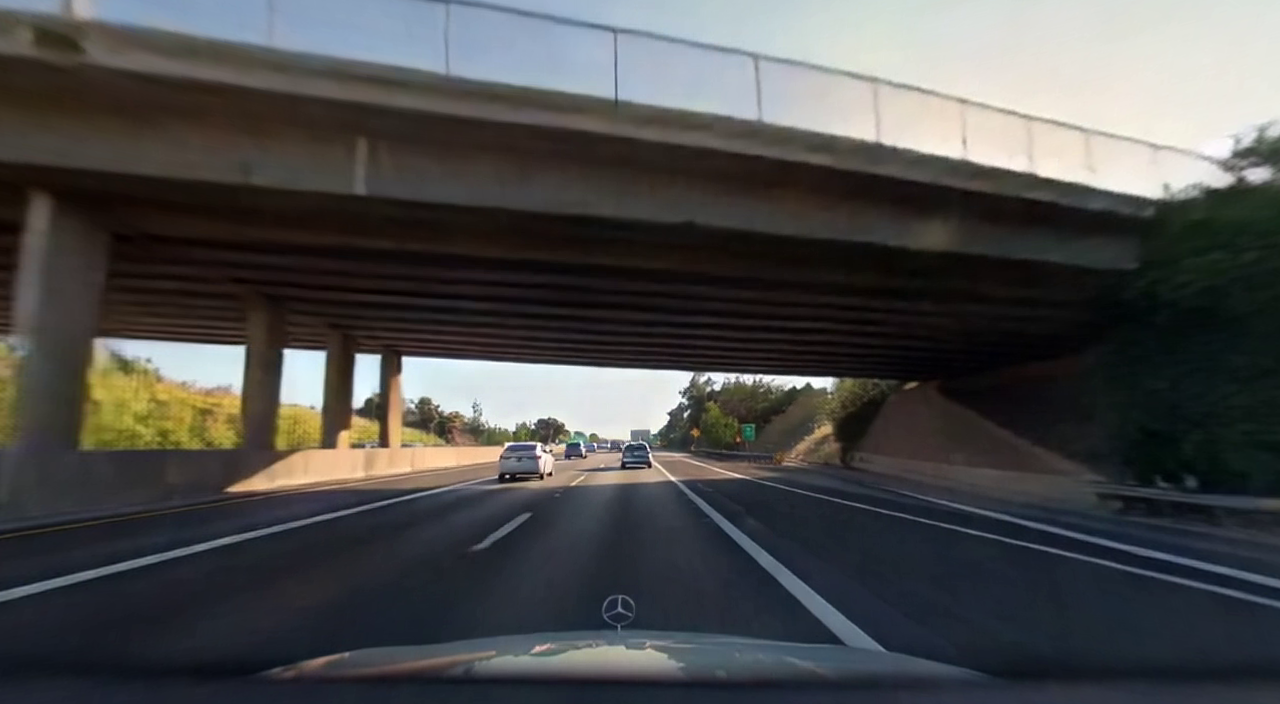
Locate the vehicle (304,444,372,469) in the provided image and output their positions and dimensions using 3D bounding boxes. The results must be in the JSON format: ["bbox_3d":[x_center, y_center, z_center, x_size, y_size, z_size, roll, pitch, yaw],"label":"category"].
[{"bbox_3d":[-21.779,7.565,45.898,2.141,1.690,5.651,0,-8,0],"label":"vehicle"}]

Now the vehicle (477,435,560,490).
[{"bbox_3d":[-4.165,3.862,22.469,2.044,1.717,4.421,0,-8,0],"label":"vehicle"}]

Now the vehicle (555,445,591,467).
[{"bbox_3d":[-4.779,7.476,45.638,2.084,1.528,4.094,0,-8,0],"label":"vehicle"}]

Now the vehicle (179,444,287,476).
[{"bbox_3d":[-25.505,6.771,40.035,2.566,1.804,6.487,0,-8,-1],"label":"vehicle"}]

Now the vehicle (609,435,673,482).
[{"bbox_3d":[-0.002,4.316,25.960,2.378,1.750,4.355,0,-8,-1],"label":"vehicle"}]

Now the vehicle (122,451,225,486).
[{"bbox_3d":[-21.246,5.296,28.984,1.776,1.421,3.933,0,-8,-1],"label":"vehicle"}]
